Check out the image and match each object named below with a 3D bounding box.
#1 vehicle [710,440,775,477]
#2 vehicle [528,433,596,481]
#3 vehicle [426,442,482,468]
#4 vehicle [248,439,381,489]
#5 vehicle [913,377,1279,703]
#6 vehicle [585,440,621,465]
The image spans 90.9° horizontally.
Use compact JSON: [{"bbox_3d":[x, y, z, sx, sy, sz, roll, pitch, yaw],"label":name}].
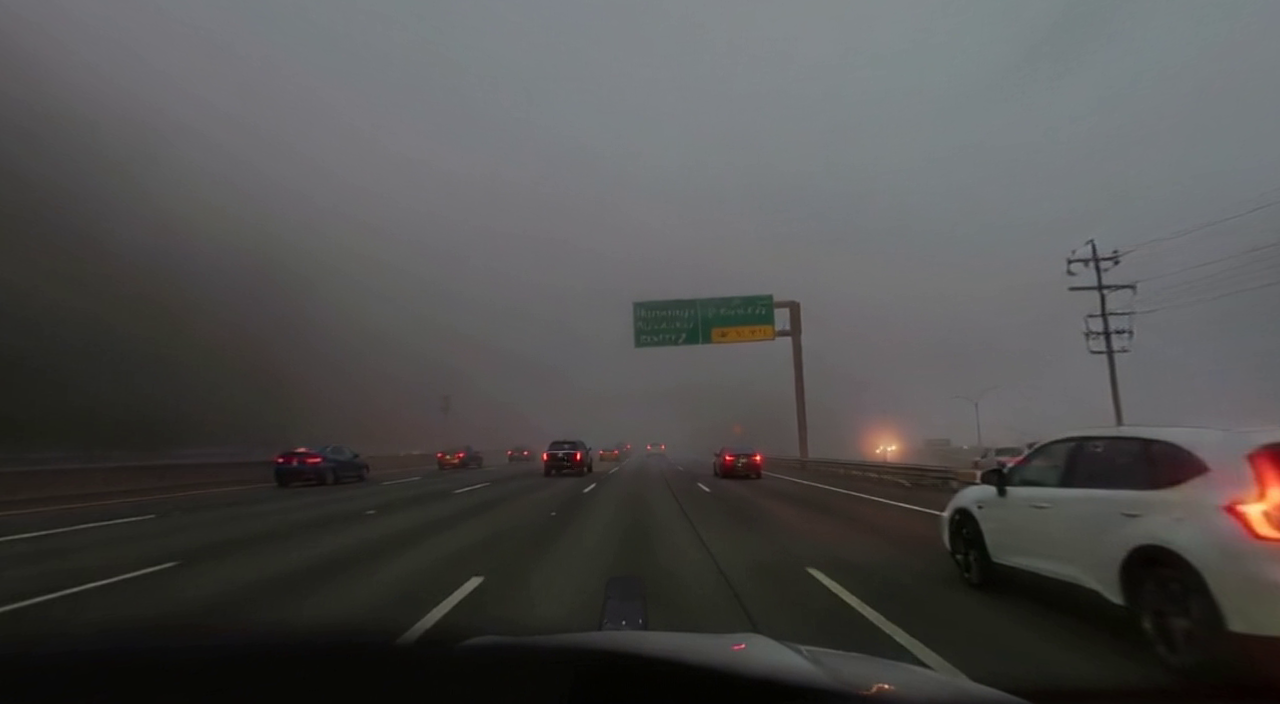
[{"bbox_3d":[4.405,4.643,27.761,2.022,1.472,4.678,0,-8,-1],"label":"vehicle"},{"bbox_3d":[-3.099,4.272,26.027,2.133,1.775,4.530,0,-8,1],"label":"vehicle"},{"bbox_3d":[-10.949,6.084,37.446,1.877,1.458,4.543,0,-8,1],"label":"vehicle"},{"bbox_3d":[-10.654,3.687,21.131,1.926,1.479,4.688,0,-8,1],"label":"vehicle"},{"bbox_3d":[3.784,1.106,4.111,2.036,1.580,4.360,0,-8,0],"label":"vehicle"},{"bbox_3d":[-2.520,7.028,44.388,2.133,1.668,4.505,0,-8,2],"label":"vehicle"}]
